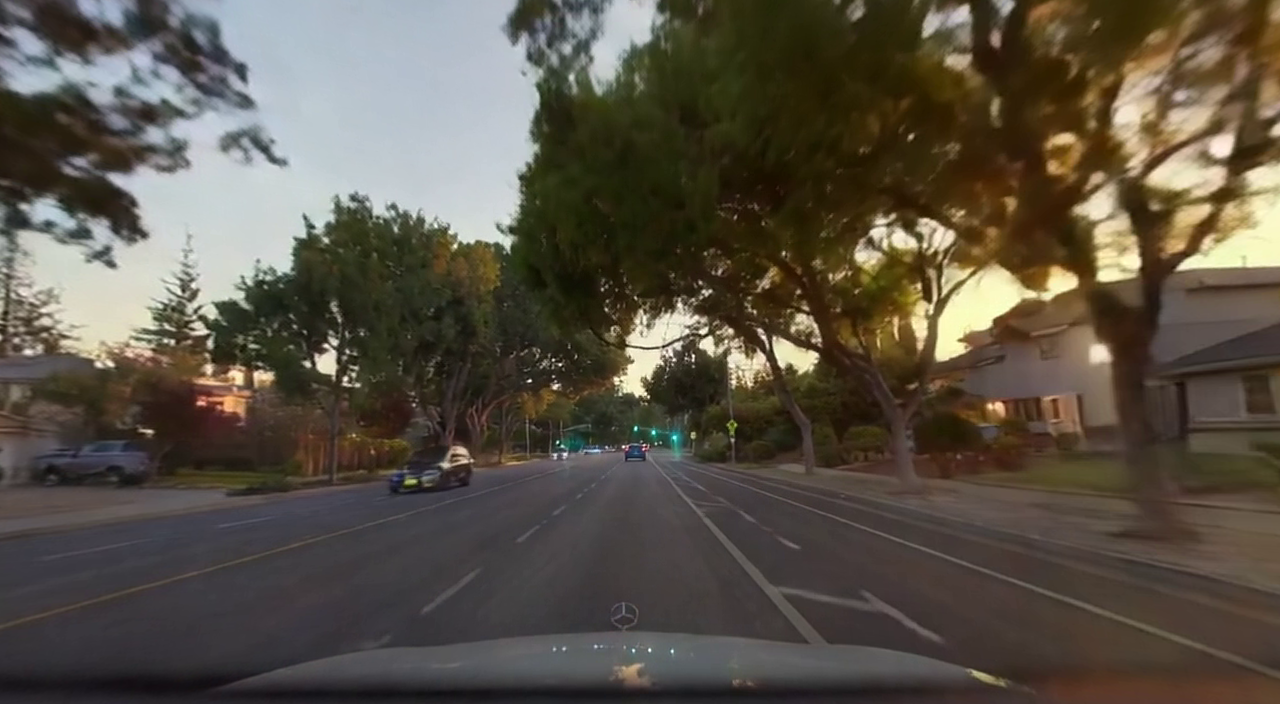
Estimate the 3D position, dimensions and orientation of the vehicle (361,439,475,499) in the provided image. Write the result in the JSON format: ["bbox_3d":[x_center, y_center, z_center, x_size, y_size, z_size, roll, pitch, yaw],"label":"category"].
[{"bbox_3d":[-7.178,3.804,20.892,2.165,1.785,4.222,0,-9,1],"label":"vehicle"}]
